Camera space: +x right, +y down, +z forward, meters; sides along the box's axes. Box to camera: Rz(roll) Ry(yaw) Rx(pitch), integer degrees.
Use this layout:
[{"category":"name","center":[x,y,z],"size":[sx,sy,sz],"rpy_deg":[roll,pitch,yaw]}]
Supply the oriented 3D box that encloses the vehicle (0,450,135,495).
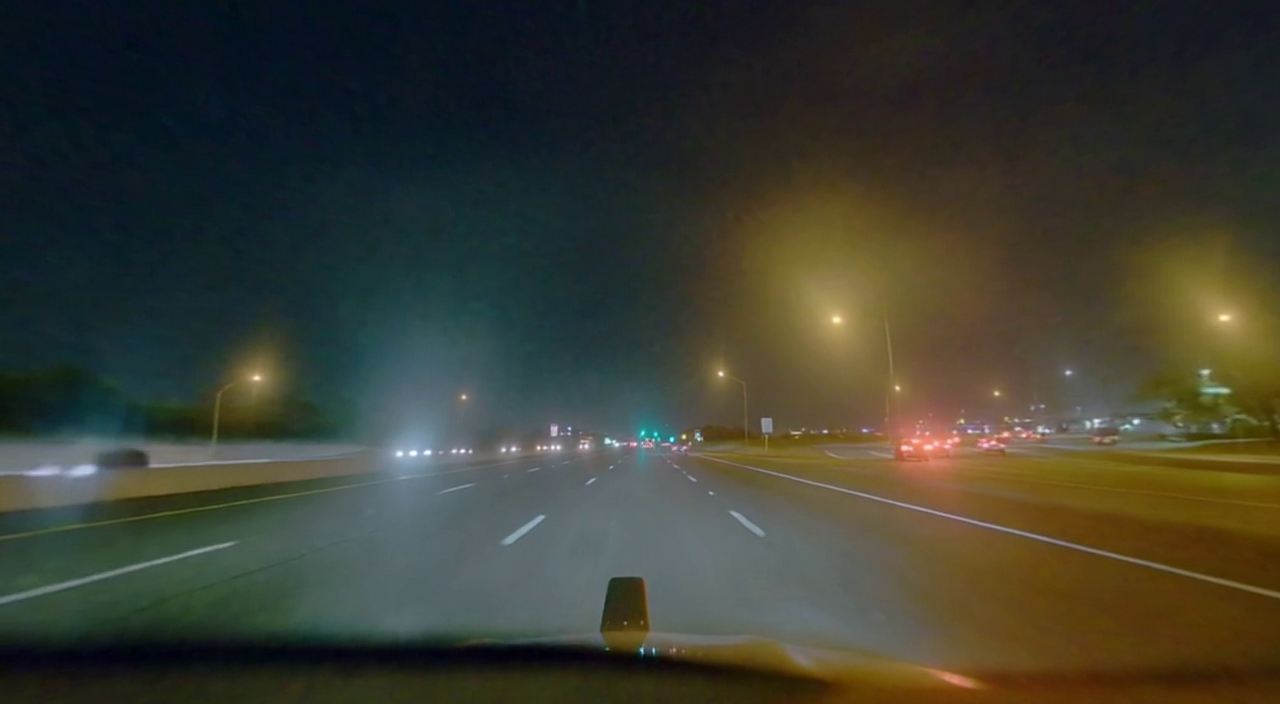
[{"category":"vehicle","center":[-21.788,4.420,23.563],"size":[2.091,1.477,4.434],"rpy_deg":[0,-8,1]}]

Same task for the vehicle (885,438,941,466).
[{"category":"vehicle","center":[17.588,6.459,40.867],"size":[2.039,1.658,4.457],"rpy_deg":[-1,-8,6]}]
